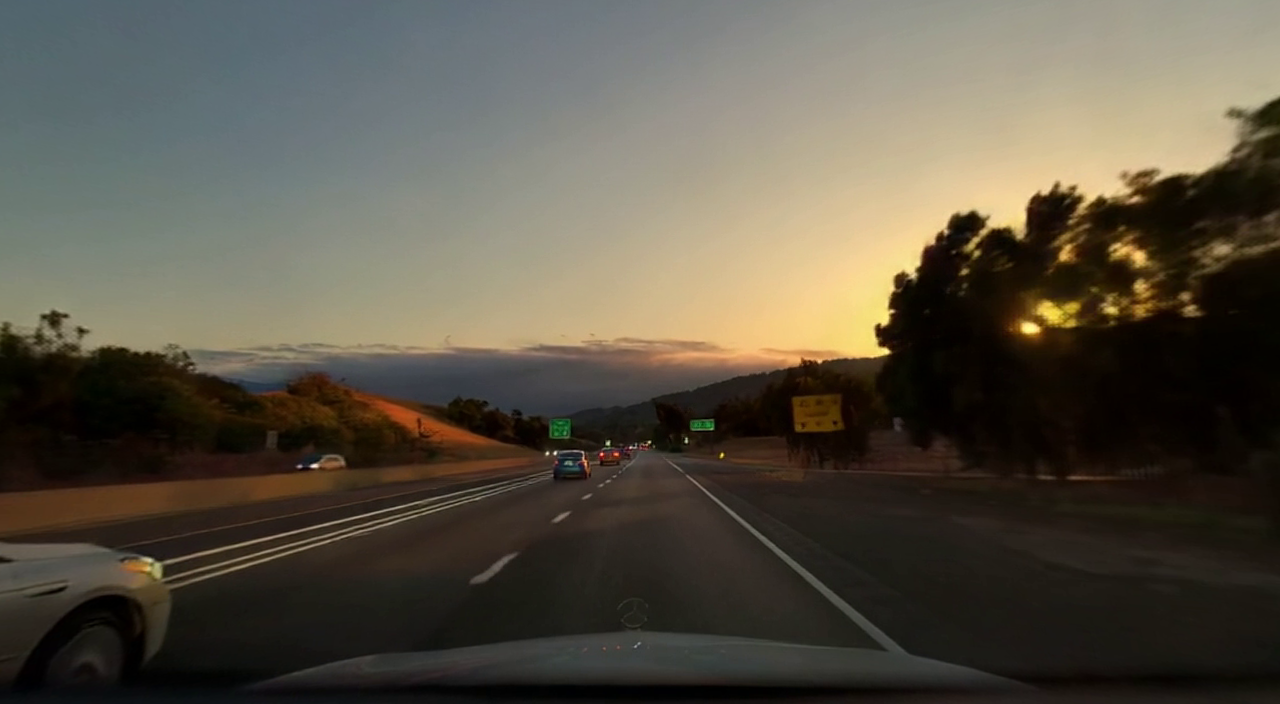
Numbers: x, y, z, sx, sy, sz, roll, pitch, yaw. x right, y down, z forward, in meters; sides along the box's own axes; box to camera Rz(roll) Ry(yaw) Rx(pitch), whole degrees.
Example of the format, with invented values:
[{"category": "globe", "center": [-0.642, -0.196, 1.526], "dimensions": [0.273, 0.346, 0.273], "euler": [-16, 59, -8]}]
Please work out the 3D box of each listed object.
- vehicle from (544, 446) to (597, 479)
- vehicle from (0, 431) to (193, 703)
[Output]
[{"category": "vehicle", "center": [-3.357, 5.455, 31.377], "dimensions": [2.044, 1.527, 4.607], "euler": [0, -9, 1]}, {"category": "vehicle", "center": [-3.957, 0.951, 1.824], "dimensions": [2.011, 1.481, 4.434], "euler": [0, -9, 1]}]
